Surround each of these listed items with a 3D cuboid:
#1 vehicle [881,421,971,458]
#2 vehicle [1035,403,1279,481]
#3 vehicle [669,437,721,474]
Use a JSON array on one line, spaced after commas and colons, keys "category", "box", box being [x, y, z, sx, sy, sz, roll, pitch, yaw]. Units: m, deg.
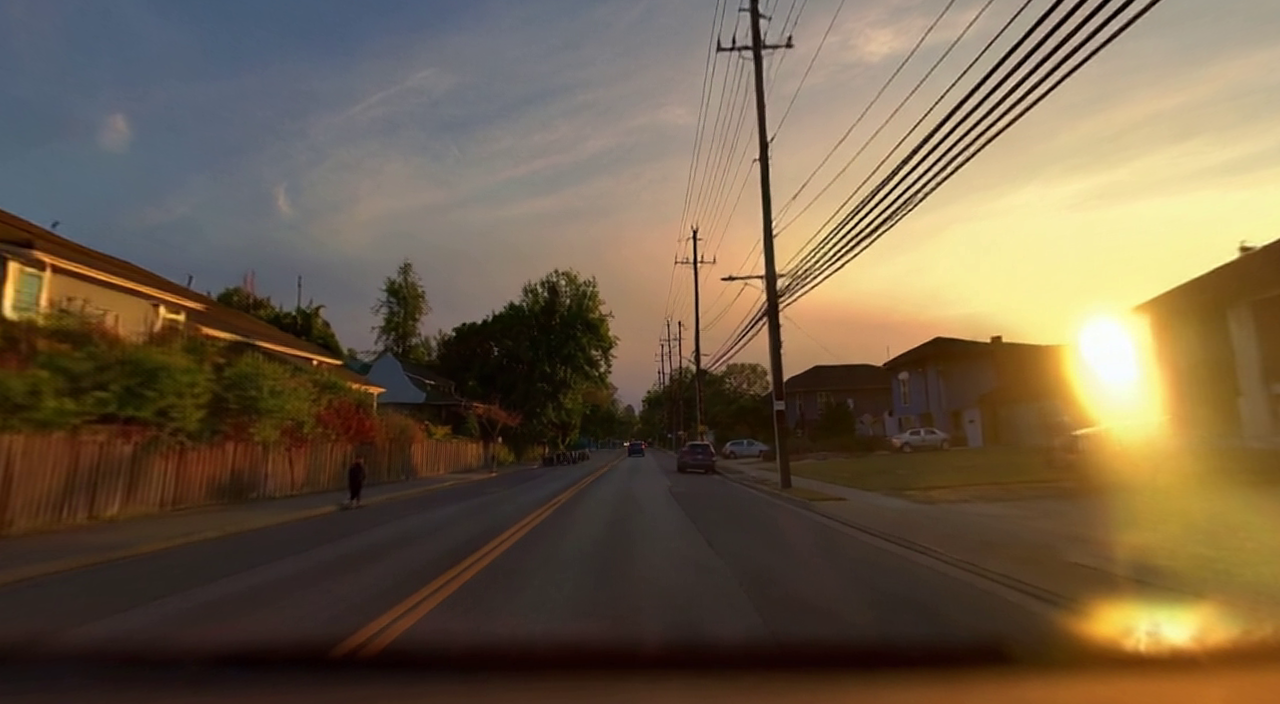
[{"category": "vehicle", "box": [17.860, 5.486, 39.627, 4.457, 1.780, 2.170, -5, -8, -1]}, {"category": "vehicle", "box": [12.701, 2.198, 15.375, 4.701, 1.745, 2.083, -1, -9, 3]}, {"category": "vehicle", "box": [2.696, 5.221, 31.937, 2.108, 1.710, 4.499, 0, -9, -1]}]
